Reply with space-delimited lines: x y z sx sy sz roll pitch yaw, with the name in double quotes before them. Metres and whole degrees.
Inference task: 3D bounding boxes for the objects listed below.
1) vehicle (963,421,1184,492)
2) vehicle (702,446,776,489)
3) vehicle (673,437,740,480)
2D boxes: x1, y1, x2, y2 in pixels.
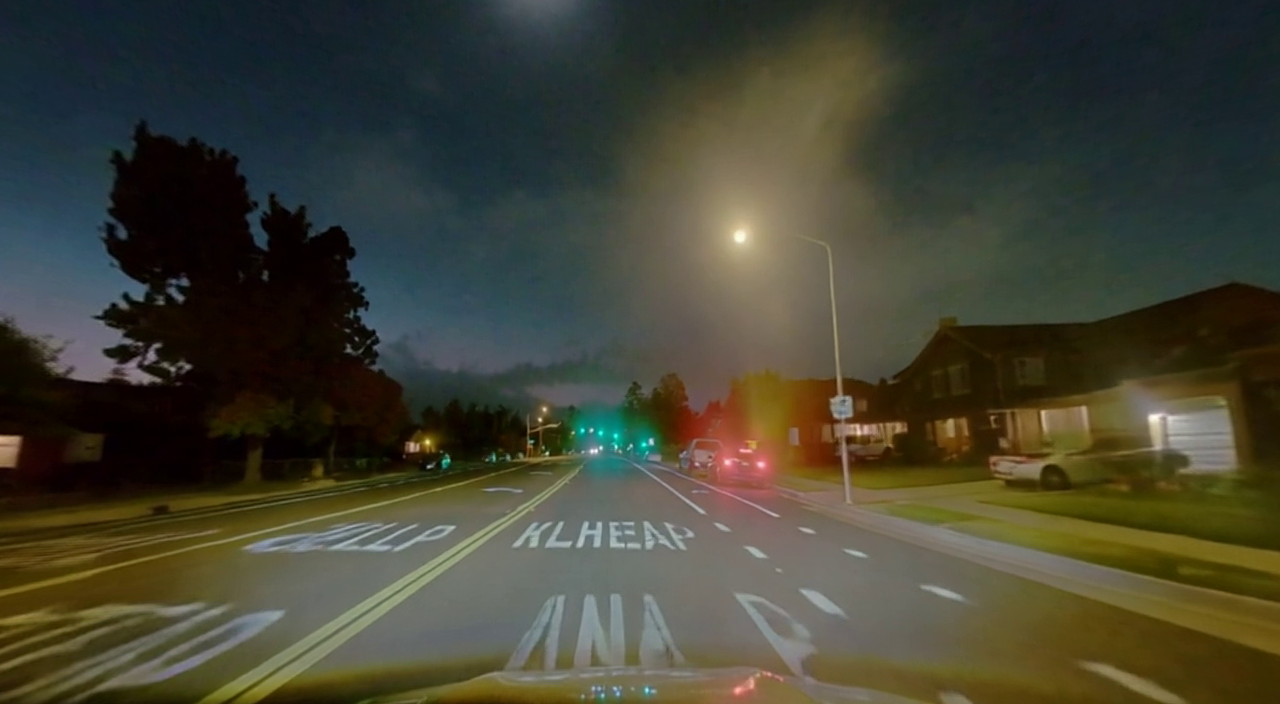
"vehicle" 11.282 2.736 16.729 4.492 1.619 1.849 -6 -11 36
"vehicle" 3.673 4.383 24.283 1.919 1.474 4.370 1 -9 -3
"vehicle" 3.095 5.159 30.917 2.293 1.858 5.868 1 -9 -3
